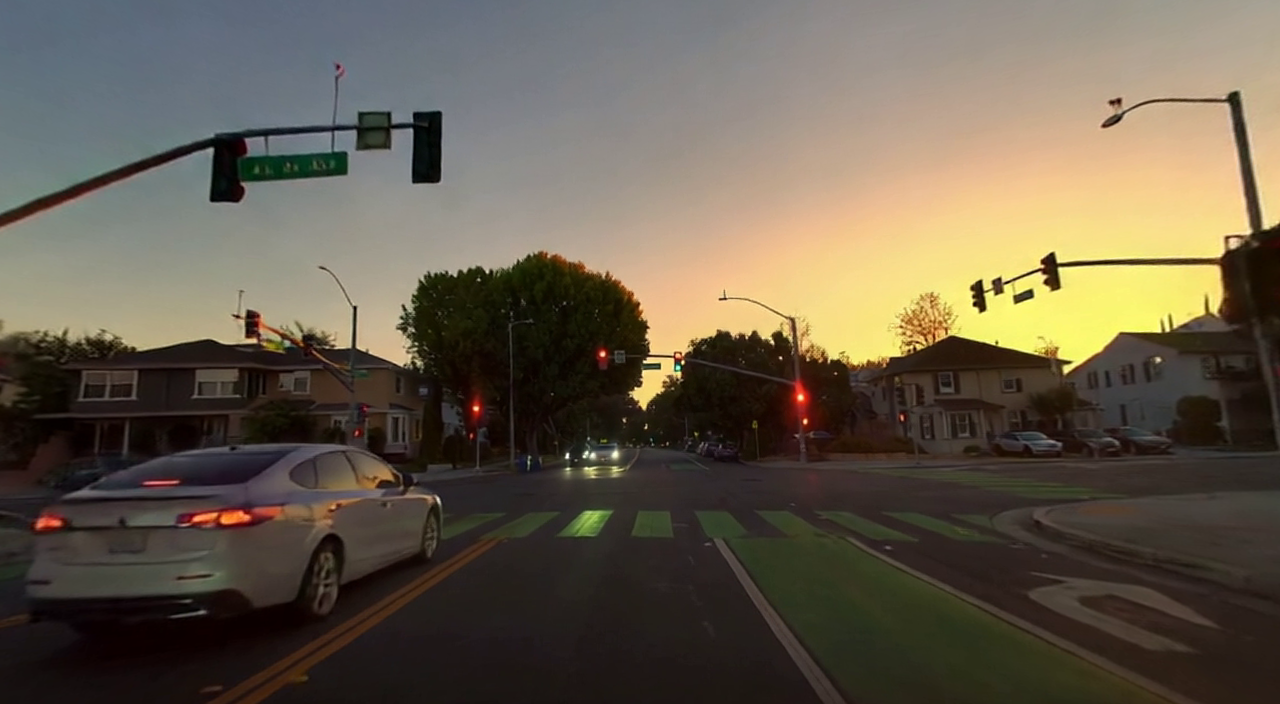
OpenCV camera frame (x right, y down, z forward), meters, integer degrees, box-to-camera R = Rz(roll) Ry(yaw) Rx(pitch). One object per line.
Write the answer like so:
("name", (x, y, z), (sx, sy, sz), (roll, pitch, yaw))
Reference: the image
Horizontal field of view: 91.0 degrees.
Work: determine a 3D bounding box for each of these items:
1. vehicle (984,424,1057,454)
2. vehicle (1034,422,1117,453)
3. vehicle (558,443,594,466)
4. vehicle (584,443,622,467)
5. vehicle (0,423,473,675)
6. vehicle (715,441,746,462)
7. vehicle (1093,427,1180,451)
("vehicle", (23.803, 5.519, 39.574), (1.964, 1.759, 4.583), (-1, -9, 4))
("vehicle", (26.965, 5.354, 39.176), (2.033, 1.821, 4.542), (0, -9, 2))
("vehicle", (-4.799, 7.728, 47.583), (1.982, 1.686, 4.195), (-1, -9, 4))
("vehicle", (-2.325, 6.659, 40.804), (1.982, 1.472, 4.103), (-1, -9, 3))
("vehicle", (-3.328, 1.546, 6.232), (1.904, 1.489, 4.746), (0, -9, 2))
("vehicle", (6.935, 7.653, 48.488), (1.891, 1.584, 3.802), (0, -9, 2))
("vehicle", (30.779, 5.455, 39.196), (1.837, 1.396, 4.695), (-1, -9, 4))
